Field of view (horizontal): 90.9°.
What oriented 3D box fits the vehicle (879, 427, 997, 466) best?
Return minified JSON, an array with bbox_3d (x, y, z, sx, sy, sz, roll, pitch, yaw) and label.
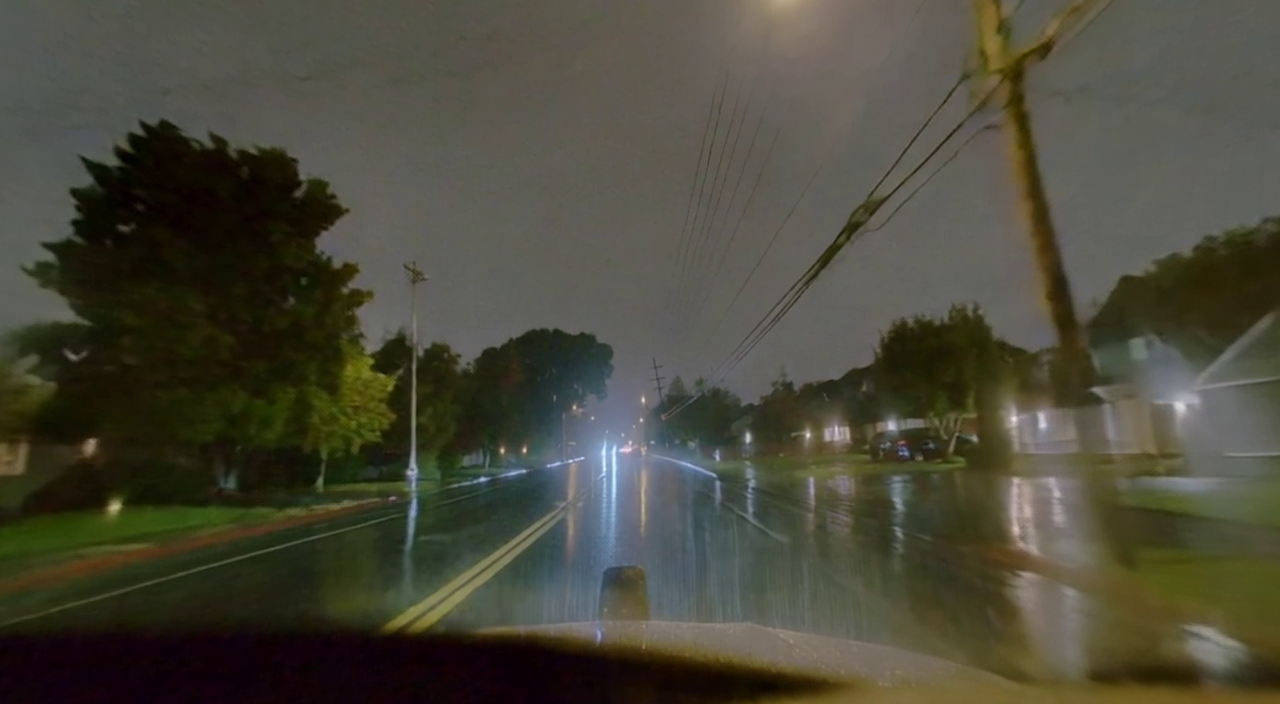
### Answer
[{"bbox_3d":[14.037,4.479,29.862,4.512,1.701,2.017,-1,-8,-2],"label":"vehicle"}]
